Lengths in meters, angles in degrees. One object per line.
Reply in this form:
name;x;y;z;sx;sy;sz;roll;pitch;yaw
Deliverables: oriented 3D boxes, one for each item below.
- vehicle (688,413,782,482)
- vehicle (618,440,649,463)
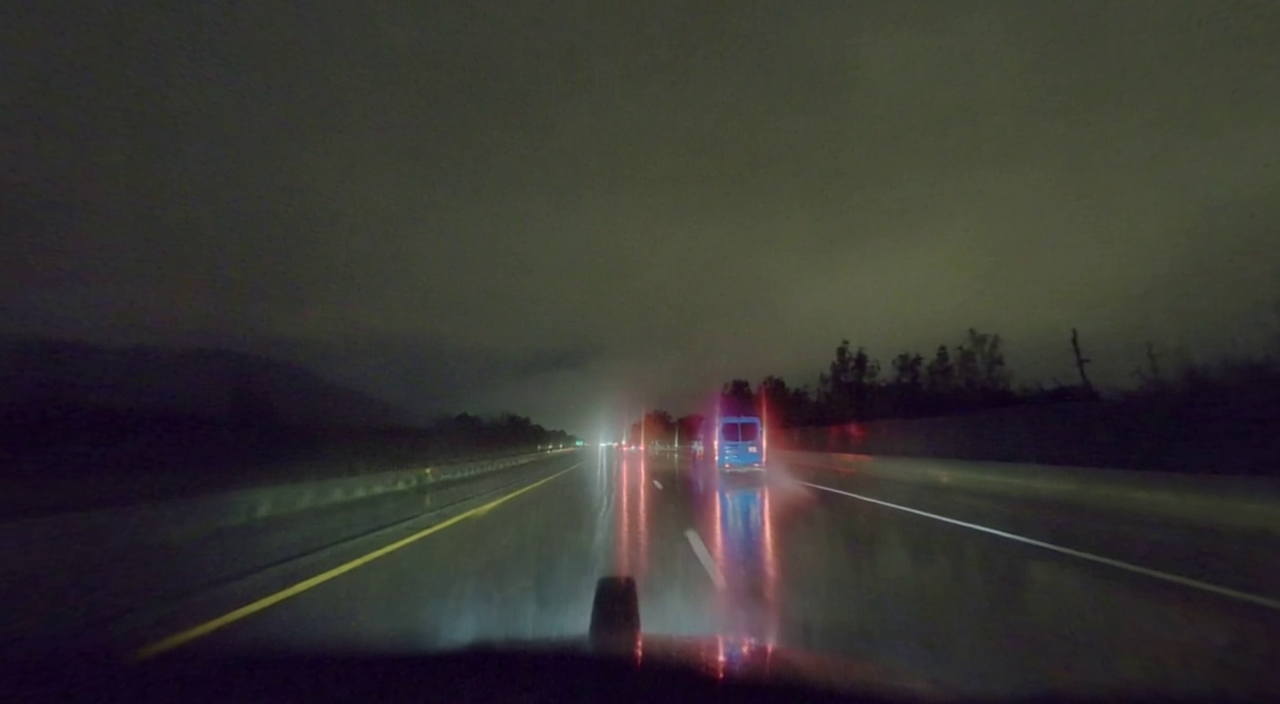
vehicle;3.048;3.218;21.372;2.269;2.048;4.679;0;-8;-2
vehicle;-0.450;6.868;43.530;2.005;1.466;3.739;0;-8;0
